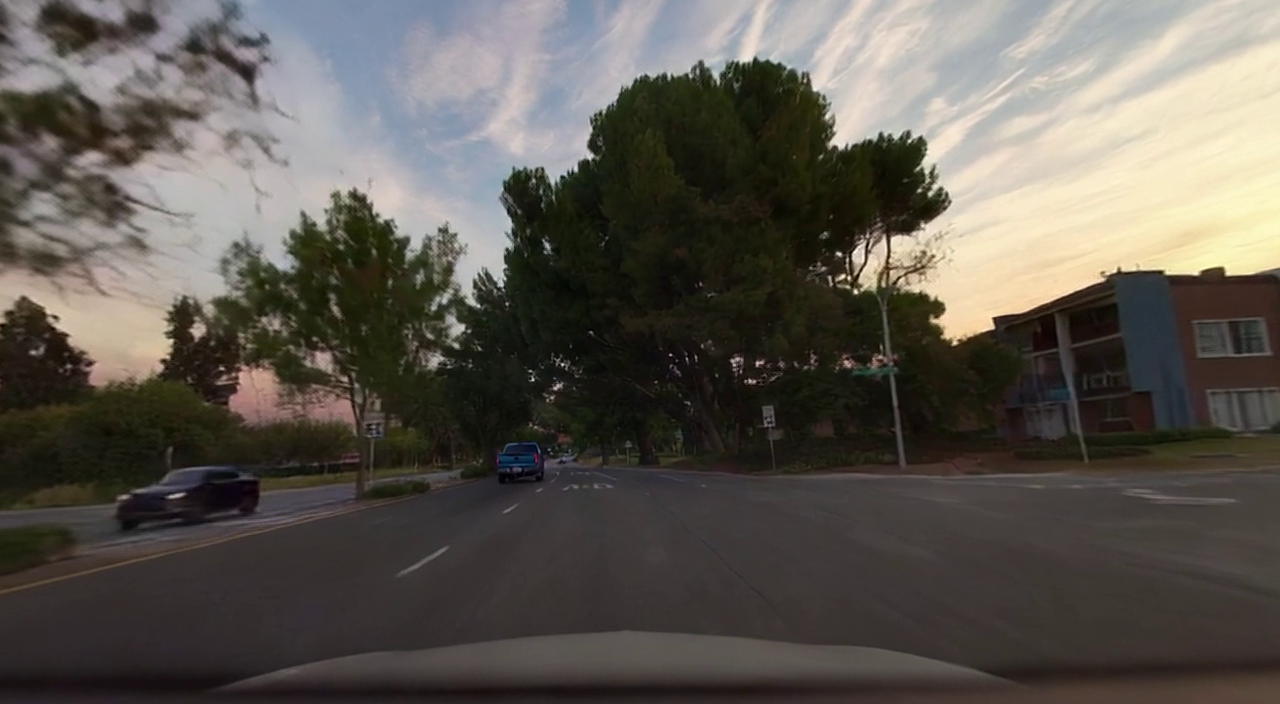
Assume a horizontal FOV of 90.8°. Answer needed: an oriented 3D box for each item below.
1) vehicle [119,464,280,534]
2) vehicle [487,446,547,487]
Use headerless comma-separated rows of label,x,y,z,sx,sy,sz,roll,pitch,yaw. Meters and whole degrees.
vehicle,-12.391,4.110,18.151,1.883,1.632,4.024,0,-9,-4
vehicle,-6.025,5.657,31.796,2.267,1.849,6.402,1,-9,-5
